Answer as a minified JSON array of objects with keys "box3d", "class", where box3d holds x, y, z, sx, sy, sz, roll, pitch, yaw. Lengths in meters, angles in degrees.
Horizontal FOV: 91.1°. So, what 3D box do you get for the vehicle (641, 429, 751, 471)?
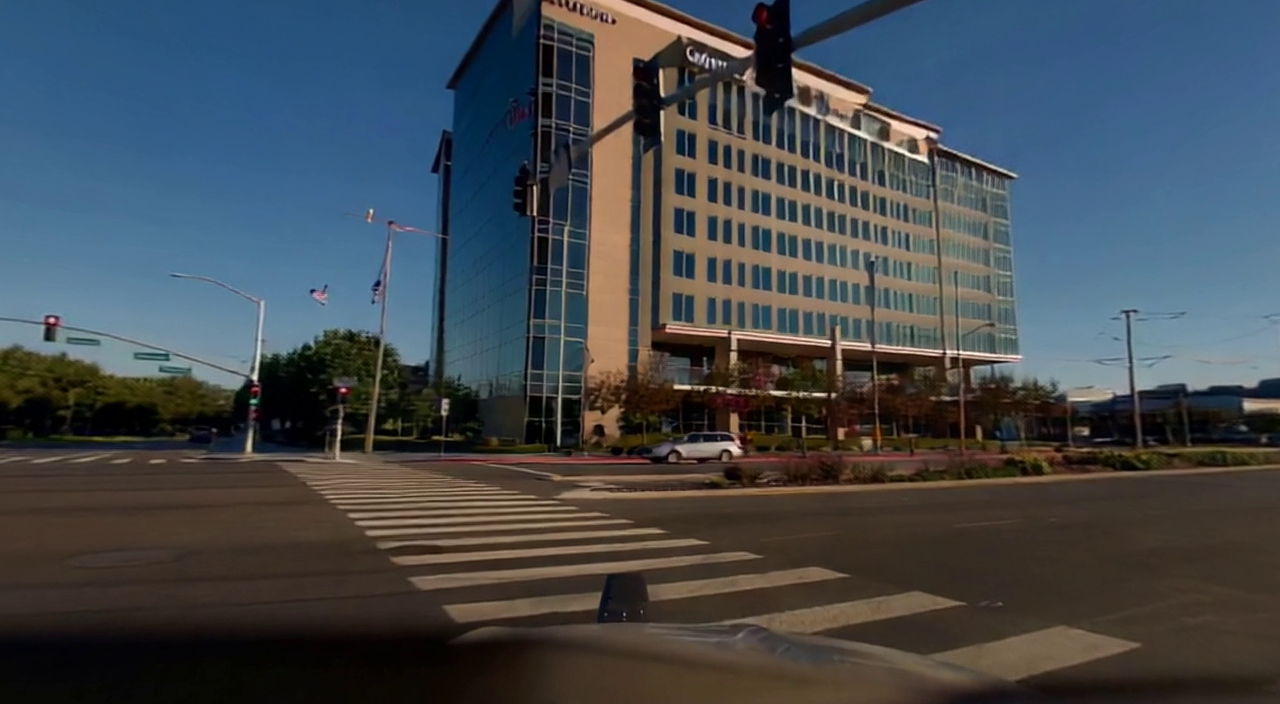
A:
[{"box3d":[2.604,4.504,29.070,4.713,1.775,2.030,3,-9,-29],"class":"vehicle"}]
